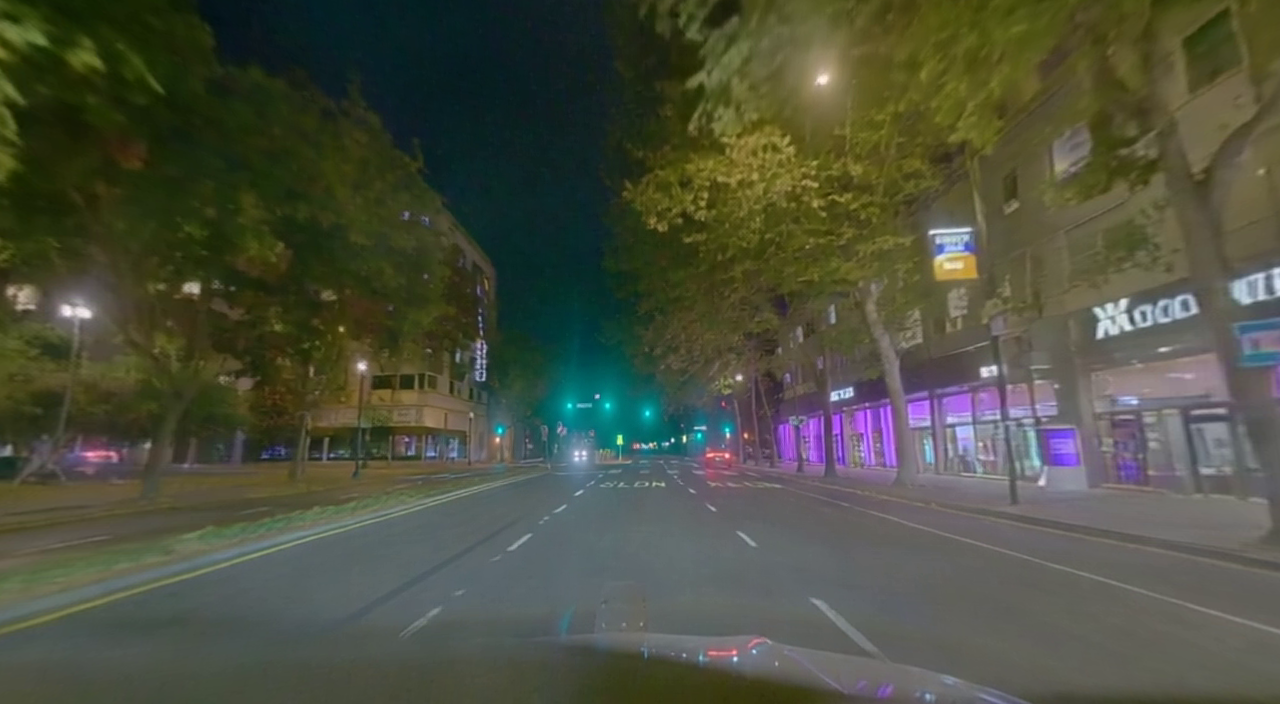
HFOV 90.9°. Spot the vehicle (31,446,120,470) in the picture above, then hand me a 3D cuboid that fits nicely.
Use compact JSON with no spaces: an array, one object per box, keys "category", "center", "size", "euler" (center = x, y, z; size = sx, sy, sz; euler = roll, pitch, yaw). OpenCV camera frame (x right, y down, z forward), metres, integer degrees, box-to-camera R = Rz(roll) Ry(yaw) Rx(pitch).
[{"category":"vehicle","center":[-44.167,8.290,49.415],"size":[4.973,1.790,1.987],"euler":[0,-8,-1]}]
